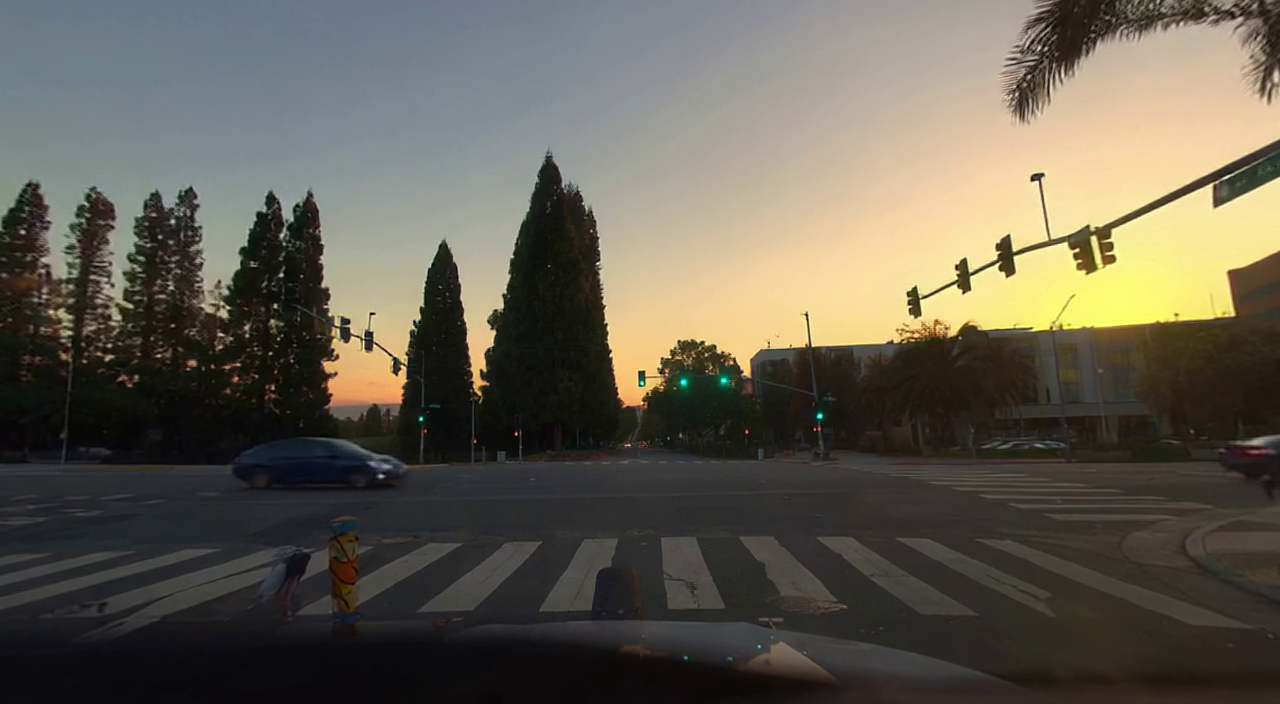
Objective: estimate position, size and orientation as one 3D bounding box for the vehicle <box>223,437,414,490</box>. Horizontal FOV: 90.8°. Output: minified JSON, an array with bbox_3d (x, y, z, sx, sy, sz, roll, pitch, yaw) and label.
[{"bbox_3d":[-9.502,3.328,18.987,4.698,1.466,1.883,0,-9,1],"label":"vehicle"}]
